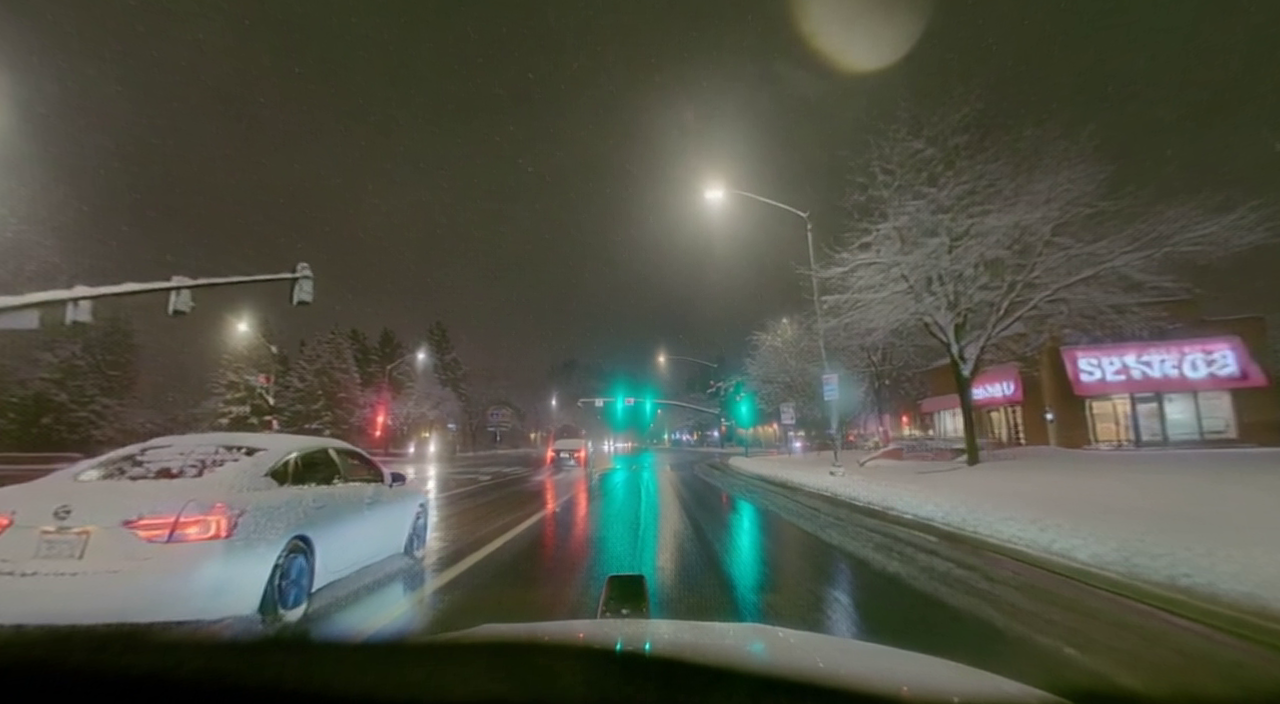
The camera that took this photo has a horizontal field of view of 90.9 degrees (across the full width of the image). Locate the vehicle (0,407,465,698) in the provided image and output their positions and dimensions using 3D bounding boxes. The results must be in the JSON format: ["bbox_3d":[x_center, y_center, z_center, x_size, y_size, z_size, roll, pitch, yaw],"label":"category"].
[{"bbox_3d":[-3.202,1.356,5.508,2.018,1.477,4.401,0,-8,1],"label":"vehicle"}]

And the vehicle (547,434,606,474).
[{"bbox_3d":[-2.828,4.675,29.088,2.109,1.692,4.220,0,-8,3],"label":"vehicle"}]
